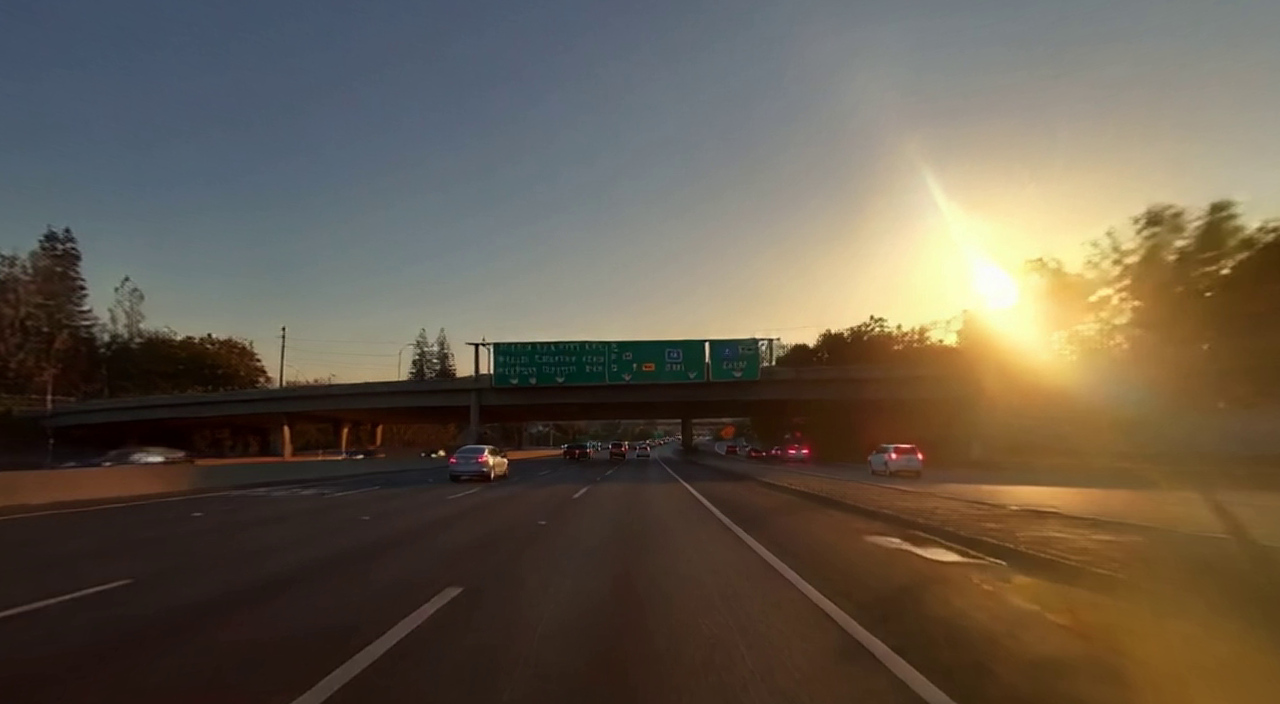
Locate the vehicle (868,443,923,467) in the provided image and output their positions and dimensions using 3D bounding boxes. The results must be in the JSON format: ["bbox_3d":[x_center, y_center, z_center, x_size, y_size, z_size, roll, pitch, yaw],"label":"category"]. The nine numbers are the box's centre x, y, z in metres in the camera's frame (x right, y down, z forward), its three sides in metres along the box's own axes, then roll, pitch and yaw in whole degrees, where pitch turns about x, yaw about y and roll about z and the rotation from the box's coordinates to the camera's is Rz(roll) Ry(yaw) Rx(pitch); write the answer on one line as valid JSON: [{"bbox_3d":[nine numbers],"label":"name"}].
[{"bbox_3d":[17.756,7.164,43.965,1.884,1.567,4.692,0,-8,0],"label":"vehicle"}]

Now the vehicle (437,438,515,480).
[{"bbox_3d":[-6.487,4.272,25.382,1.985,1.513,4.172,0,-8,1],"label":"vehicle"}]
